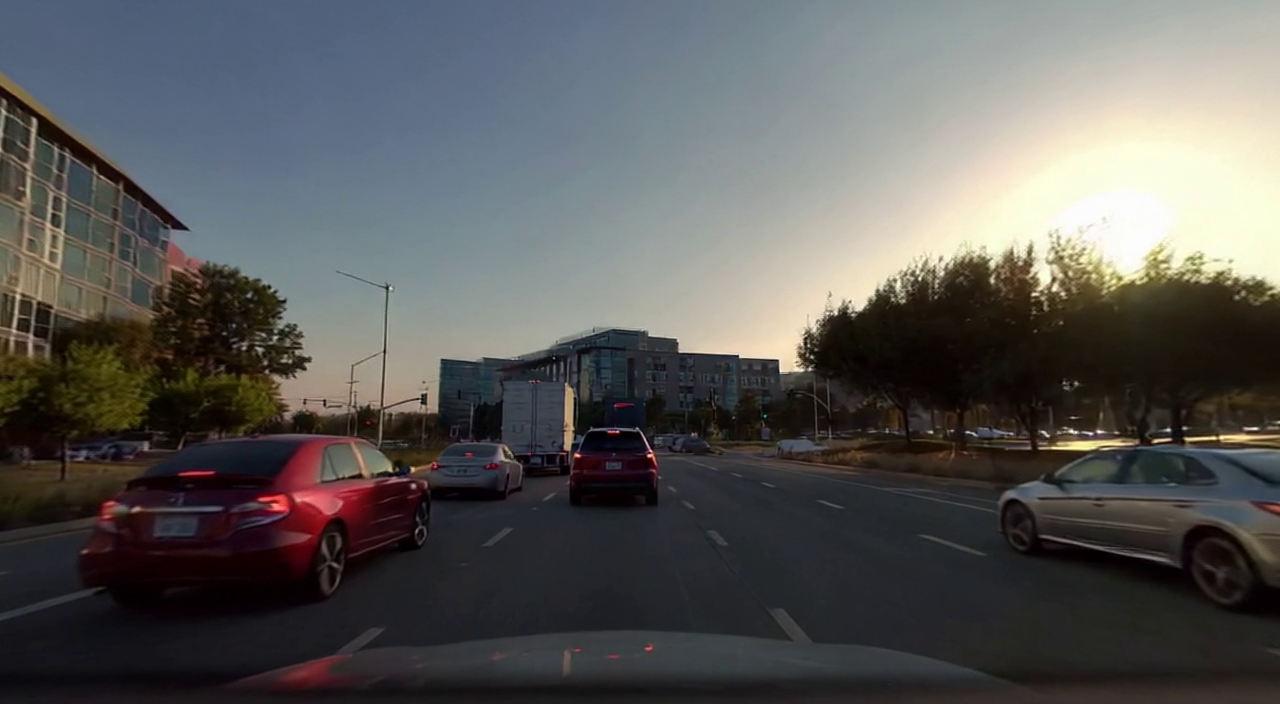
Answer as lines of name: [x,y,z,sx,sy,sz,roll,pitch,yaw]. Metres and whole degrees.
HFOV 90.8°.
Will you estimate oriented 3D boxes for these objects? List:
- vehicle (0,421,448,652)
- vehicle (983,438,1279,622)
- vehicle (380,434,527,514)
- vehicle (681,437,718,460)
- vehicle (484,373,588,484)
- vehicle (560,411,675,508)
vehicle: [-3.520,1.497,6.254,1.904,1.460,4.300,0,-8,-1]
vehicle: [5.995,1.620,6.504,2.077,1.424,4.869,0,-8,-2]
vehicle: [-3.865,2.587,13.961,1.932,1.472,4.312,0,-8,0]
vehicle: [4.091,6.728,44.226,1.967,1.480,4.286,0,-8,-3]
vehicle: [-4.073,3.562,28.239,2.918,3.741,13.683,0,-8,-2]
vehicle: [-0.509,2.446,14.744,2.260,1.872,4.578,0,-8,-2]
